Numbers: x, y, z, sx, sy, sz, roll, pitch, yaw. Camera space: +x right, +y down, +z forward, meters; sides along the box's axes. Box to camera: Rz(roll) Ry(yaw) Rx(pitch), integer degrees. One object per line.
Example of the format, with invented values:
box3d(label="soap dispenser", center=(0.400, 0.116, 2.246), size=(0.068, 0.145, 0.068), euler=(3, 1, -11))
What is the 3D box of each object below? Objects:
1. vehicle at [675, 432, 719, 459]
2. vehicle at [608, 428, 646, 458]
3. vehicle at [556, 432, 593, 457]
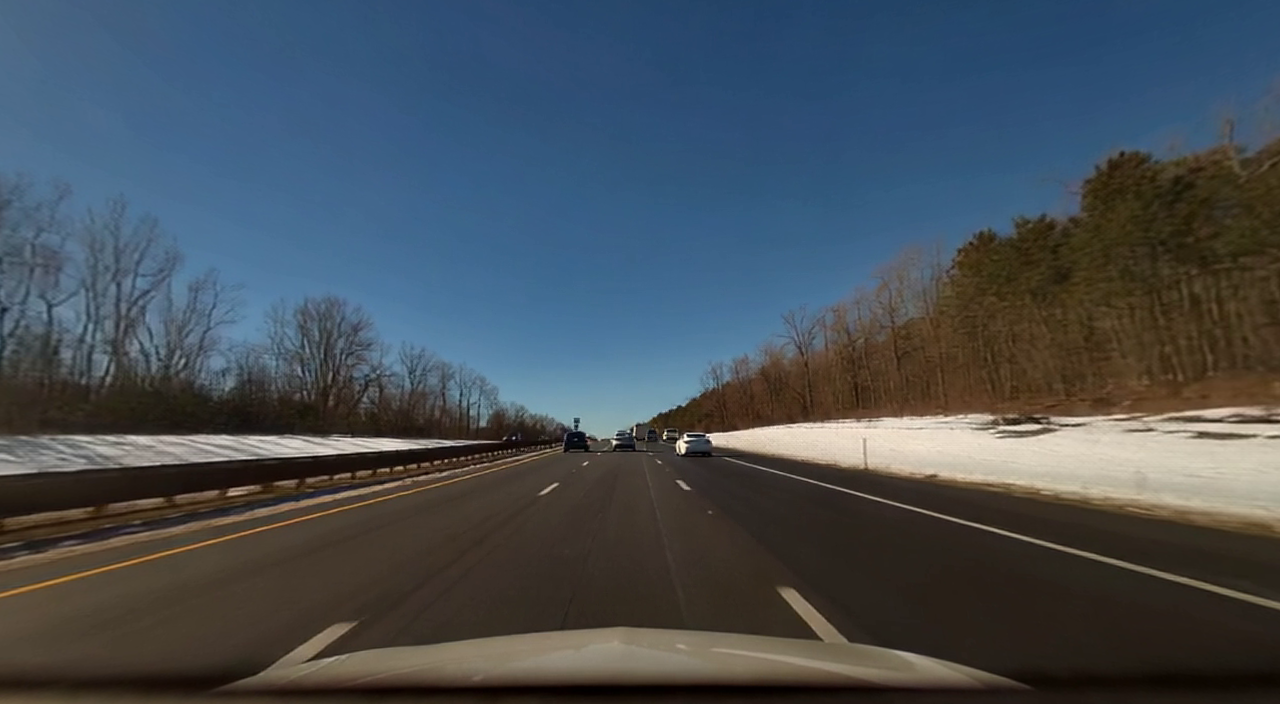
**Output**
box3d(label="vehicle", center=(3.312, 5.510, 37.155), size=(2.056, 1.479, 4.660), euler=(0, -8, -1))
box3d(label="vehicle", center=(-0.777, 5.517, 38.113), size=(2.182, 1.680, 4.253), euler=(0, -8, -1))
box3d(label="vehicle", center=(-4.189, 5.979, 40.727), size=(2.041, 1.546, 4.080), euler=(0, -8, -1))
